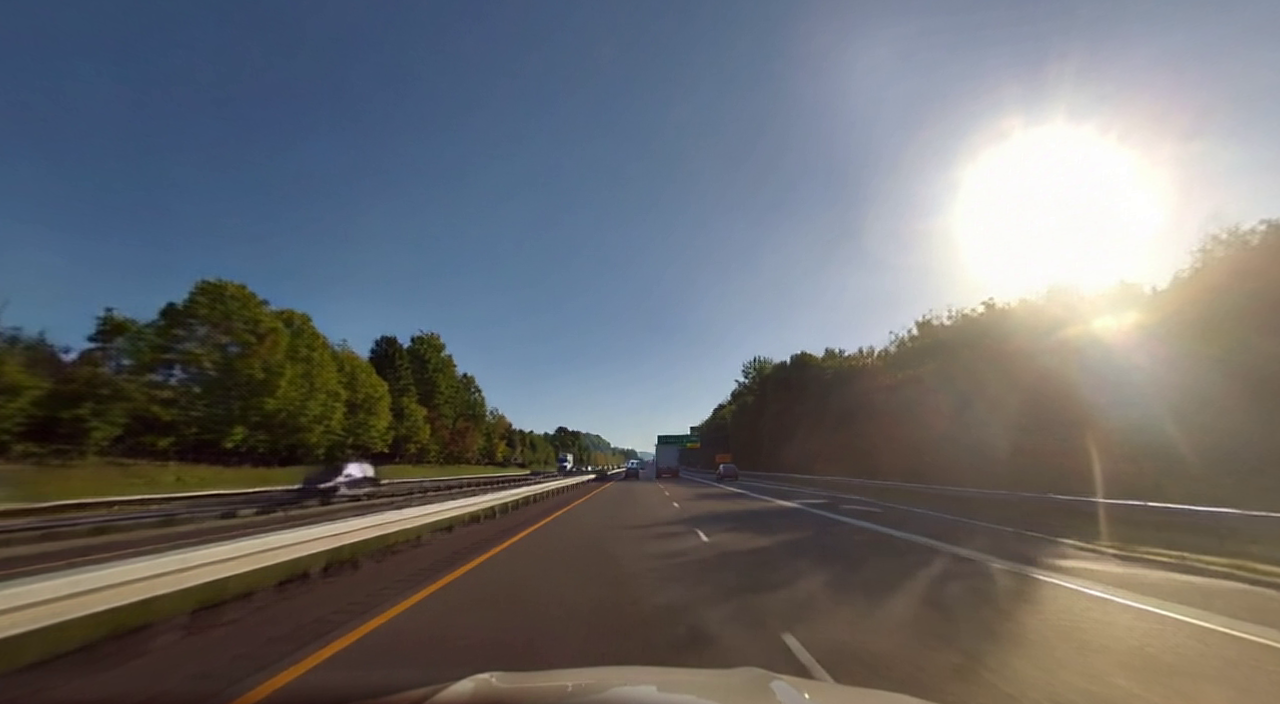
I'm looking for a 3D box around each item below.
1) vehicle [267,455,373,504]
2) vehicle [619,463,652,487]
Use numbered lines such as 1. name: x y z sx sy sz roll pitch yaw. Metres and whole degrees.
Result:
1. vehicle: -12.872 5.160 25.706 2.114 1.757 4.350 1 -10 -2
2. vehicle: -0.340 7.975 40.919 2.025 1.452 3.927 1 -10 -1
